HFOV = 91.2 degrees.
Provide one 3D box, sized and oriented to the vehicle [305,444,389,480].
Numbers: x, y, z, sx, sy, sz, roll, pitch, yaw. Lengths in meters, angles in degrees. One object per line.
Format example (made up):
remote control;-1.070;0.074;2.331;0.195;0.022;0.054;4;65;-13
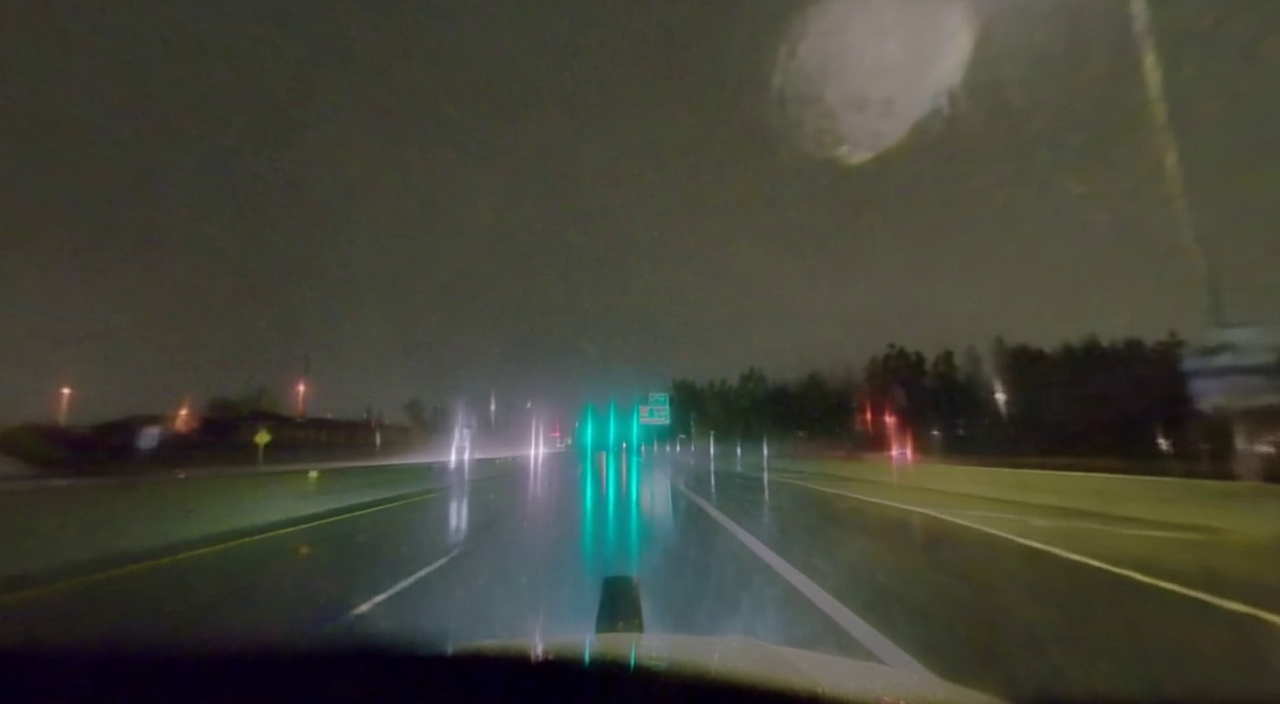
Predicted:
vehicle;-13.367;5.039;28.876;1.812;1.492;4.184;0;-9;0
